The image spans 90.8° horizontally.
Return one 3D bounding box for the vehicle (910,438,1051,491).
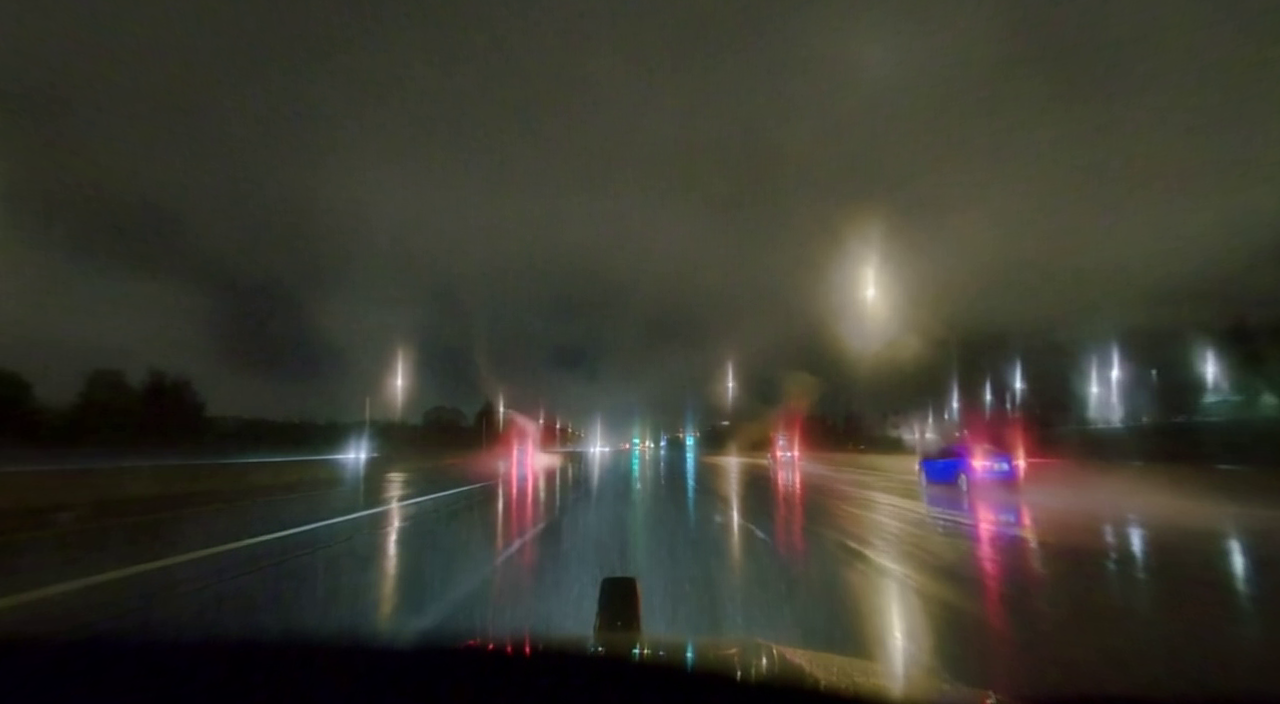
[{"bbox_3d":[10.780,3.573,20.473,1.985,1.493,4.486,0,-8,-1],"label":"vehicle"}]
